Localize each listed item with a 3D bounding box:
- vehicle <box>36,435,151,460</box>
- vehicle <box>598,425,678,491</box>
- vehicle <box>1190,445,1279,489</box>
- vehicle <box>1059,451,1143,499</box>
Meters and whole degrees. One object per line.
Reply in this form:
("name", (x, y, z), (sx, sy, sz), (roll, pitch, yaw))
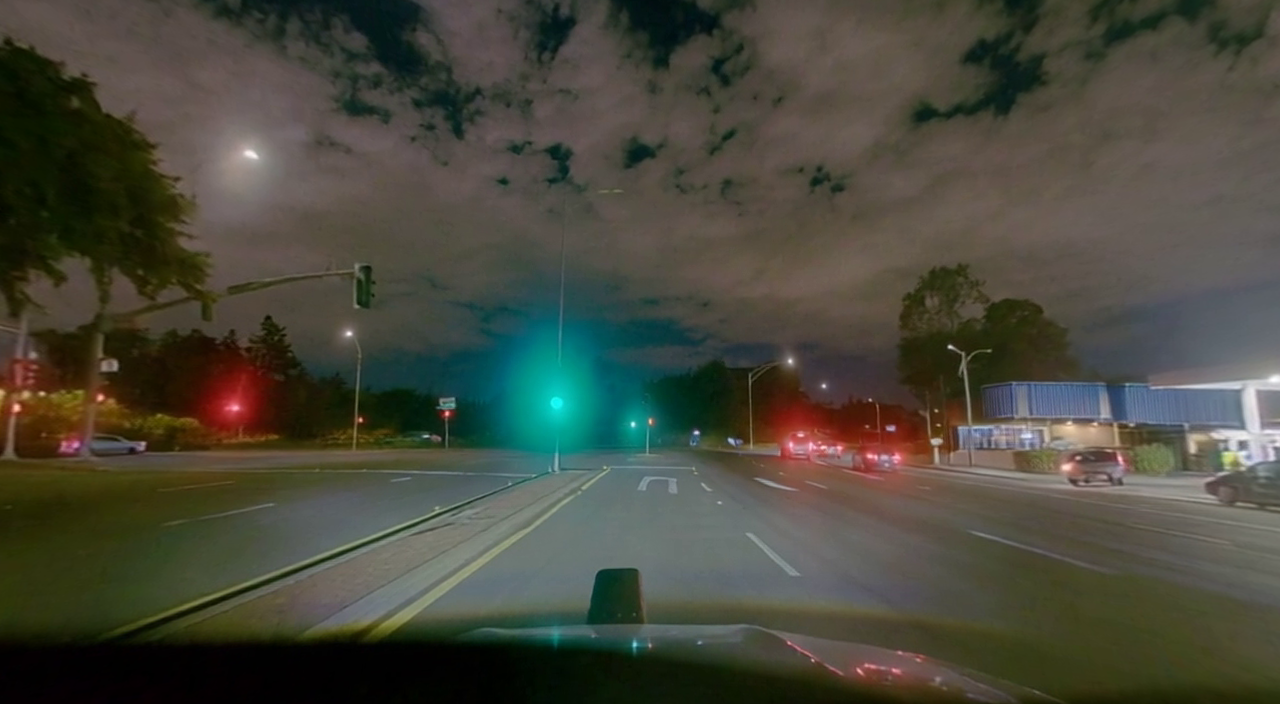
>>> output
("vehicle", (-32.512, 5.694, 37.722), (4.749, 1.463, 1.871), (2, -9, -11))
("vehicle", (-0.068, 3.025, 18.289), (2.055, 1.655, 4.204), (0, -9, 0))
("vehicle", (24.190, 4.397, 24.339), (4.331, 1.604, 1.858), (1, -9, -5))
("vehicle", (16.312, 4.268, 22.479), (2.099, 1.464, 4.615), (-6, -10, 35))
